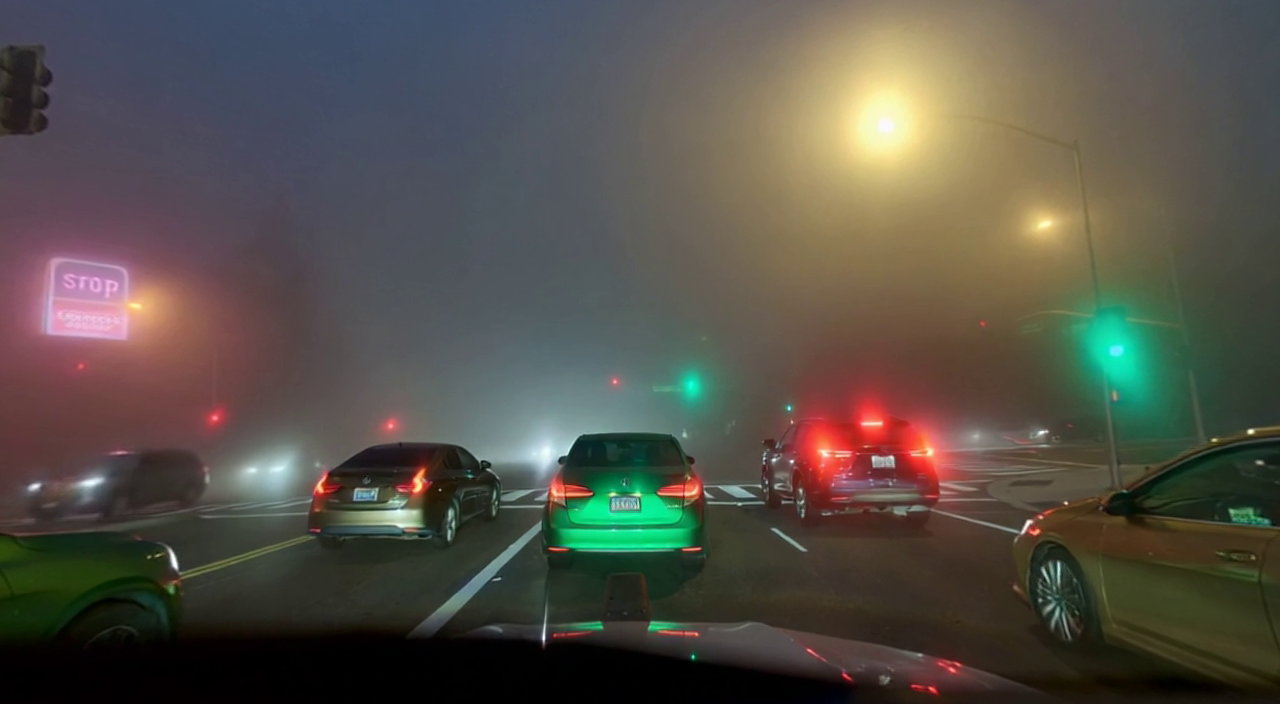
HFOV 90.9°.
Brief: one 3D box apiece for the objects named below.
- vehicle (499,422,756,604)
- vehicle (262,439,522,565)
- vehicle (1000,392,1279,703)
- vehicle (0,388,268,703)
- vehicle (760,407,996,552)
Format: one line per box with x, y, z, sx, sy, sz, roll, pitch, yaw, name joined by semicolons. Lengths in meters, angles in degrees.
-0.125;1.650;7.385;2.140;1.499;4.119;0;-8;-1;vehicle
-3.300;2.070;9.546;1.995;1.436;4.373;-1;-8;3;vehicle
3.930;0.971;3.106;1.800;1.519;4.198;0;-8;0;vehicle
-3.479;0.840;1.840;2.016;1.547;4.414;0;-8;1;vehicle
3.300;1.864;9.834;1.992;1.744;4.183;0;-8;-1;vehicle
